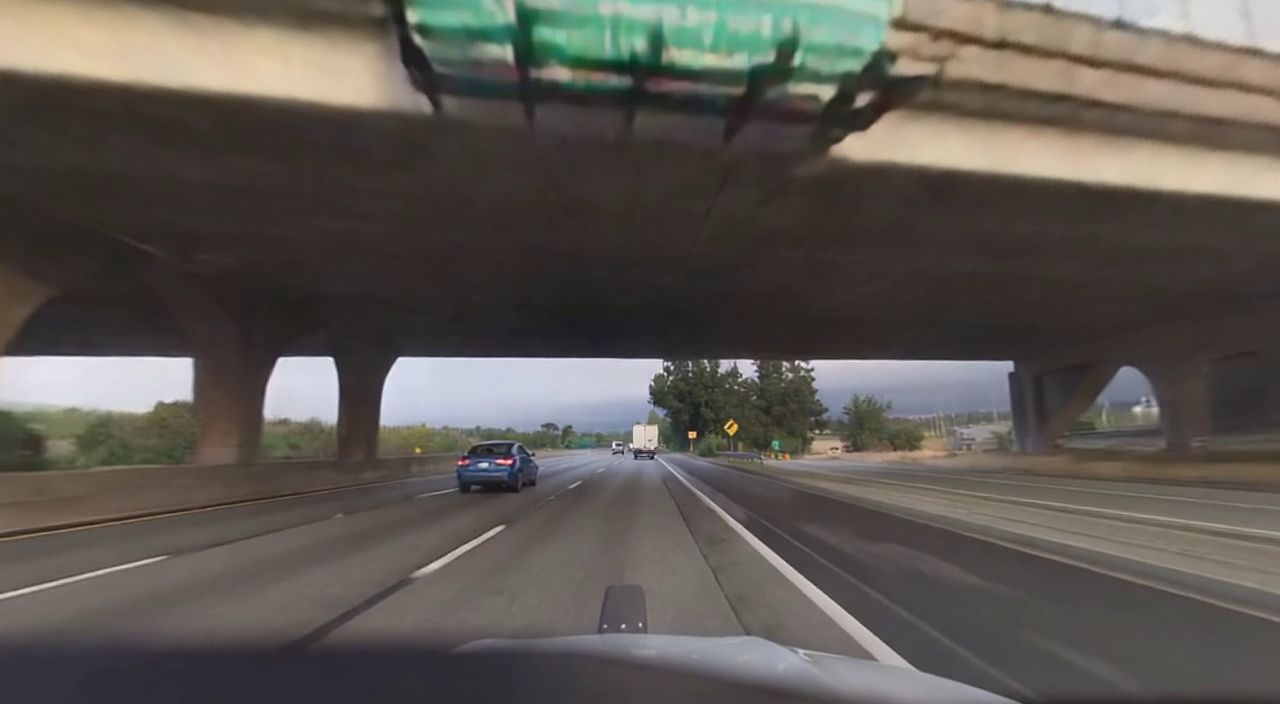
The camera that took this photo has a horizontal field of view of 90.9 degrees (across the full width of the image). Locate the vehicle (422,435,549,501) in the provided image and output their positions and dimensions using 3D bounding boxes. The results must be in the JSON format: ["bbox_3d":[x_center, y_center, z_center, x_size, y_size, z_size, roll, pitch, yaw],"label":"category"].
[{"bbox_3d":[-4.141,3.222,17.941,2.235,1.593,5.077,0,-9,1],"label":"vehicle"}]
